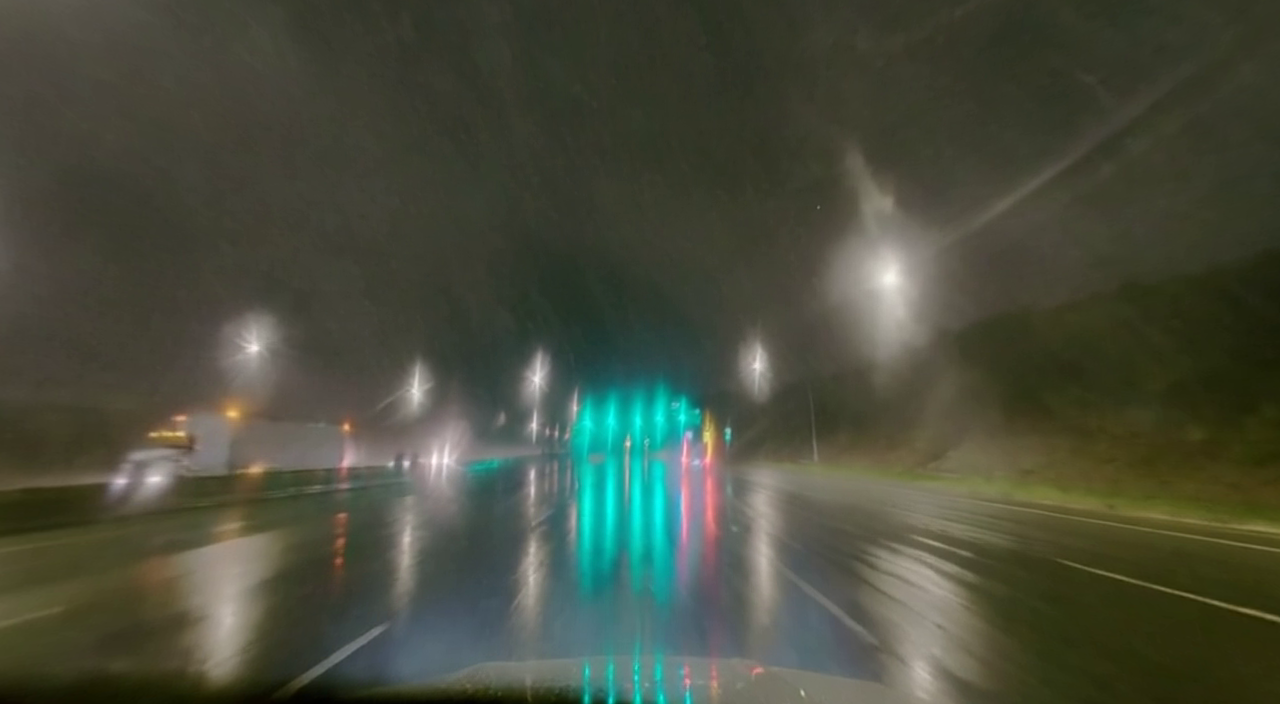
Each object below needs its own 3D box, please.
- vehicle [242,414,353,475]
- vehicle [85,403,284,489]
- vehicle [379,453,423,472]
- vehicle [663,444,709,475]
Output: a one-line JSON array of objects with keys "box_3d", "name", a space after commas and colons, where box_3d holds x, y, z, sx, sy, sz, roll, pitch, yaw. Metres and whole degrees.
[{"box_3d": [-23.182, 6.392, 43.267, 2.827, 3.758, 8.343, 0, -9, 0], "name": "vehicle"}, {"box_3d": [-23.092, 4.931, 33.023, 2.988, 3.779, 10.024, 0, -9, -1], "name": "vehicle"}, {"box_3d": [-18.822, 8.695, 49.676, 1.843, 1.430, 4.316, 0, -9, 0], "name": "vehicle"}, {"box_3d": [2.388, 5.708, 33.632, 2.055, 1.501, 4.321, 0, -9, -1], "name": "vehicle"}]
